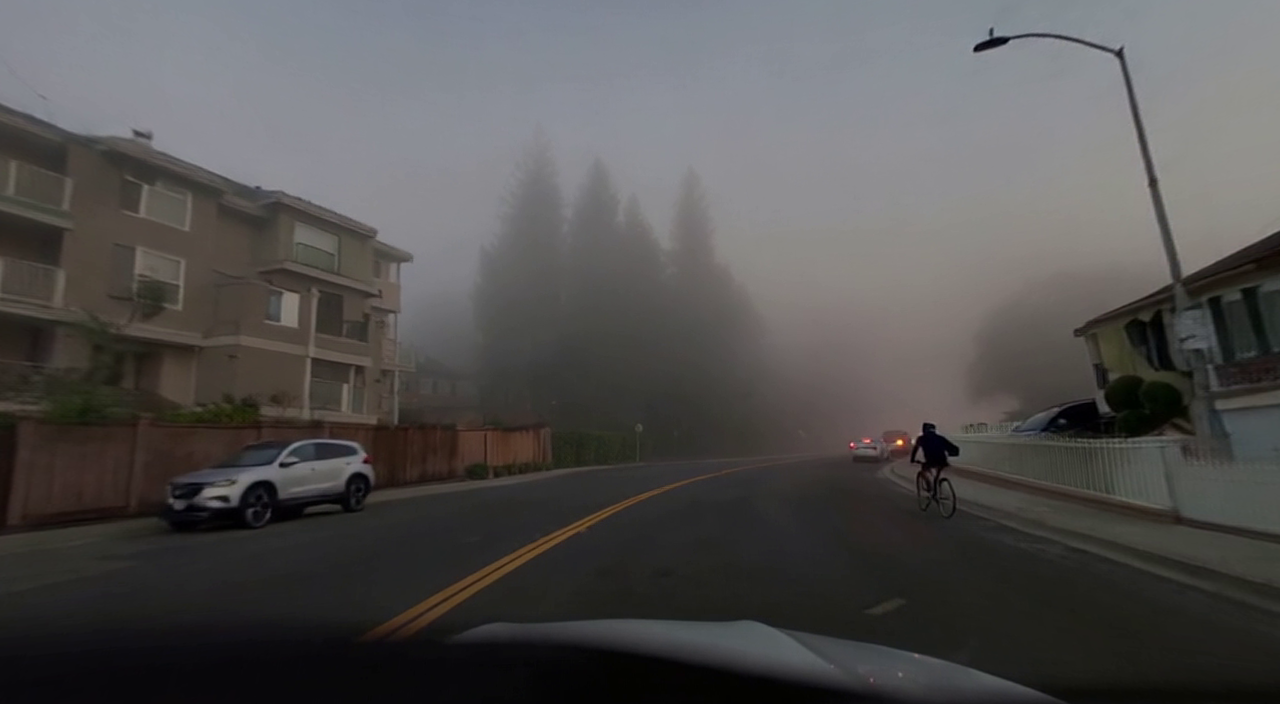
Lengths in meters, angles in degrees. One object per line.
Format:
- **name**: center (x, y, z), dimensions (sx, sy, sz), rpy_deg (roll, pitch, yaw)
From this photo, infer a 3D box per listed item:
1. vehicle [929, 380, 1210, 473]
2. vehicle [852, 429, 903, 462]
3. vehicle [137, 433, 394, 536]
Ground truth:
- **vehicle**: center (12.105, 2.244, 18.435), dimensions (6.099, 1.973, 2.450), rpy_deg (-7, -9, 12)
- **vehicle**: center (13.430, 5.261, 35.616), dimensions (2.105, 1.705, 4.392), rpy_deg (-4, -10, 27)
- **vehicle**: center (-7.131, 2.521, 12.730), dimensions (1.937, 1.670, 4.391), rpy_deg (-2, -9, 11)
